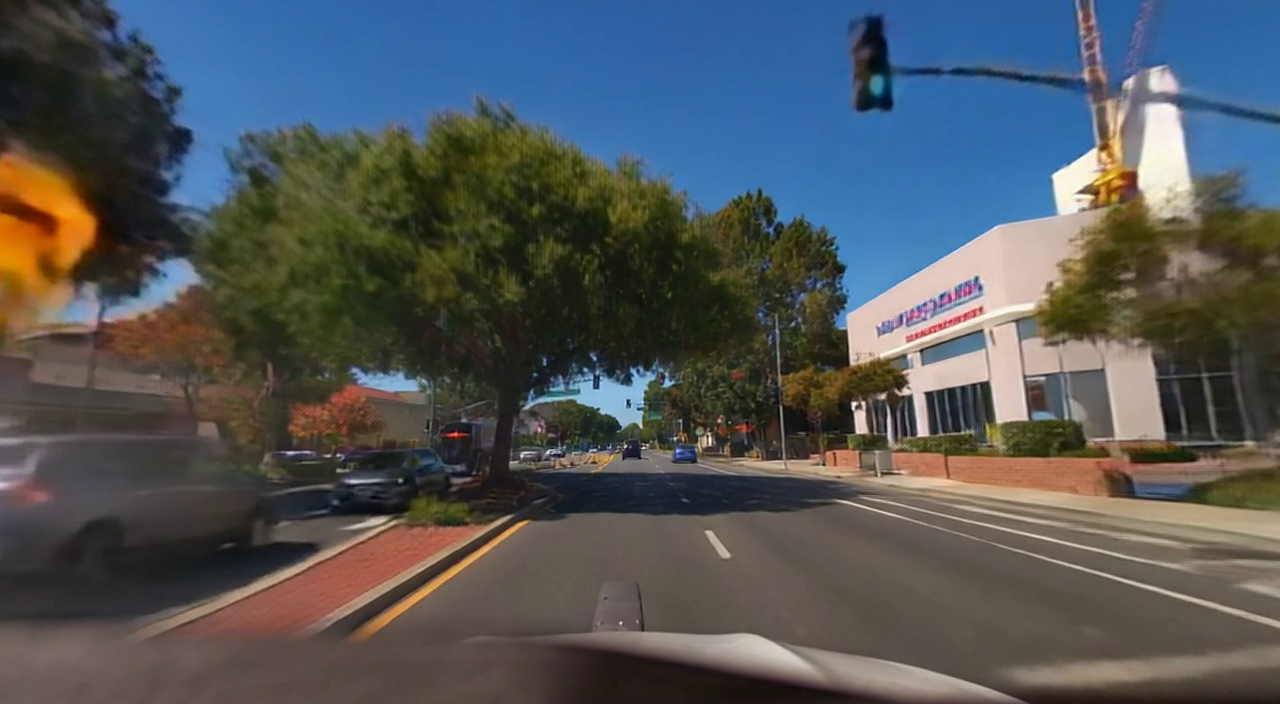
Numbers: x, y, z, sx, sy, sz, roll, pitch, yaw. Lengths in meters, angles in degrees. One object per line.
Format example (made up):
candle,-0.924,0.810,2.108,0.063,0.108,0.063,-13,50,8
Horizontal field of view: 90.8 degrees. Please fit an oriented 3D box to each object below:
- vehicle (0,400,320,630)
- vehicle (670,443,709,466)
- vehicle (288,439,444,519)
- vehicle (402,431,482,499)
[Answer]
vehicle,-5.709,1.578,7.057,1.983,1.715,4.466,-2,-8,0
vehicle,3.802,8.030,49.671,2.427,1.665,5.593,0,-9,-2
vehicle,-5.894,2.742,14.243,1.901,1.498,4.359,1,-9,-5
vehicle,-5.984,3.377,19.434,2.058,1.751,4.502,0,-8,-15
